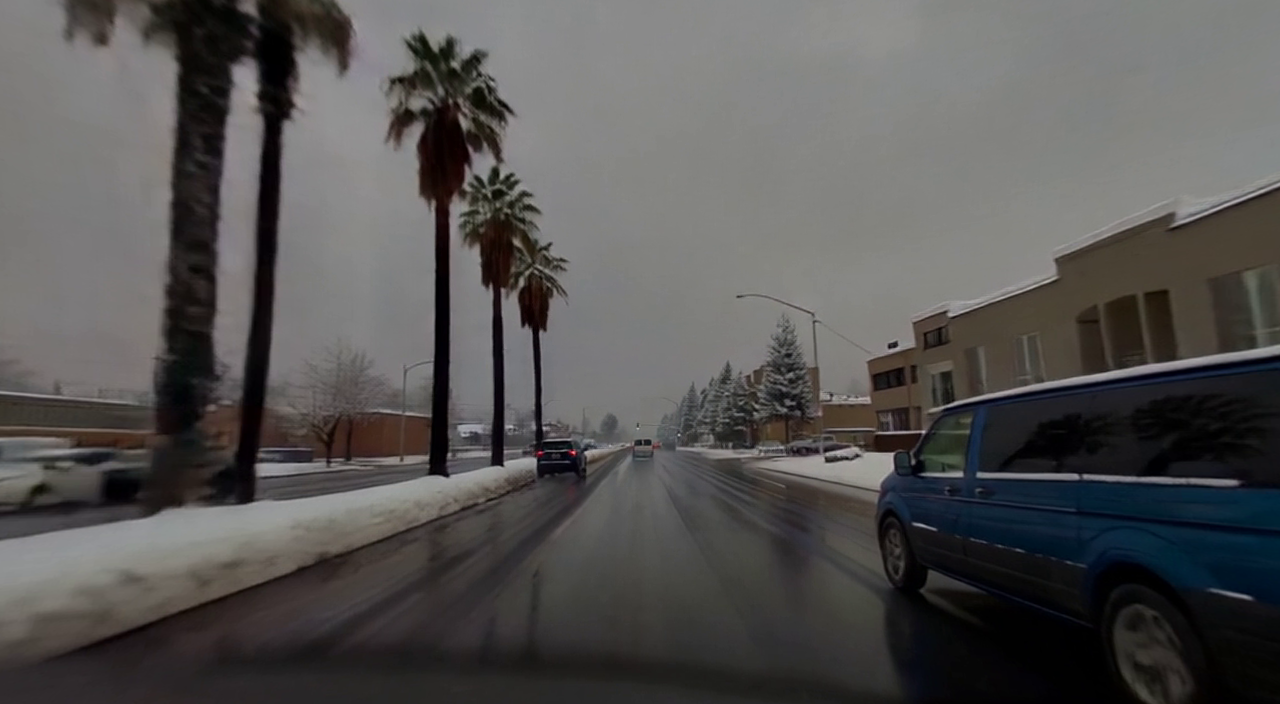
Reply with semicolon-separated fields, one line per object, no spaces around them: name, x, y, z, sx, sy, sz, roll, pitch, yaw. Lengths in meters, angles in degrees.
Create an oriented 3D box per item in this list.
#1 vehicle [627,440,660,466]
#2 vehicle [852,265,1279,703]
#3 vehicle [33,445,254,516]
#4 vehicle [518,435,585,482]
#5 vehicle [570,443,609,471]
vehicle;0.220;7.172;45.088;2.191;1.761;3.857;0;-9;0
vehicle;3.312;0.941;3.991;2.234;1.912;4.847;0;-9;0
vehicle;-11.662;3.000;15.333;1.857;1.473;4.298;0;-9;0
vehicle;-3.388;4.168;24.992;1.967;1.703;4.157;0;-9;1
vehicle;-2.791;5.935;35.977;1.869;1.454;4.142;0;-9;0
